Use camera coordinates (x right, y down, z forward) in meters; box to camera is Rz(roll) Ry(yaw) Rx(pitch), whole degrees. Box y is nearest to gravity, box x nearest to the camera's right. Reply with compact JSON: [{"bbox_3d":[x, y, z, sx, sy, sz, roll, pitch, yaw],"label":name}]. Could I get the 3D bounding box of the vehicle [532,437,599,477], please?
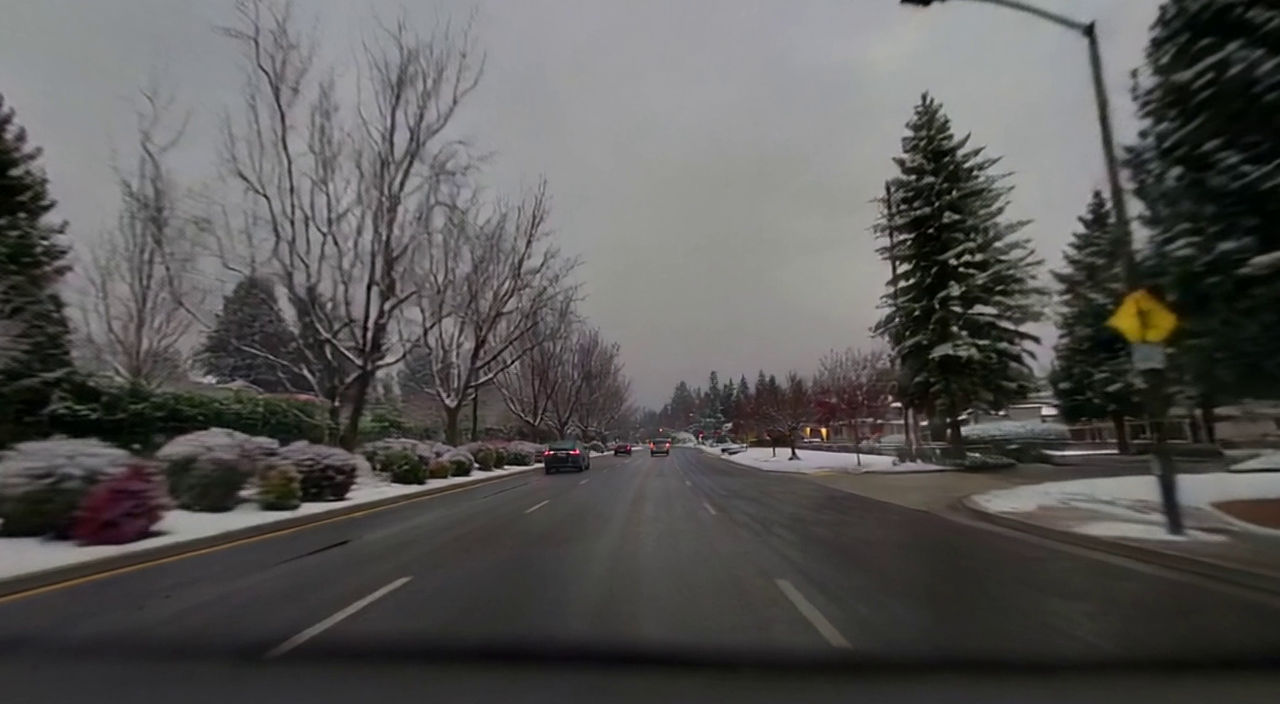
[{"bbox_3d":[-2.969,4.307,26.033,2.036,1.478,4.508,0,-8,2],"label":"vehicle"}]
